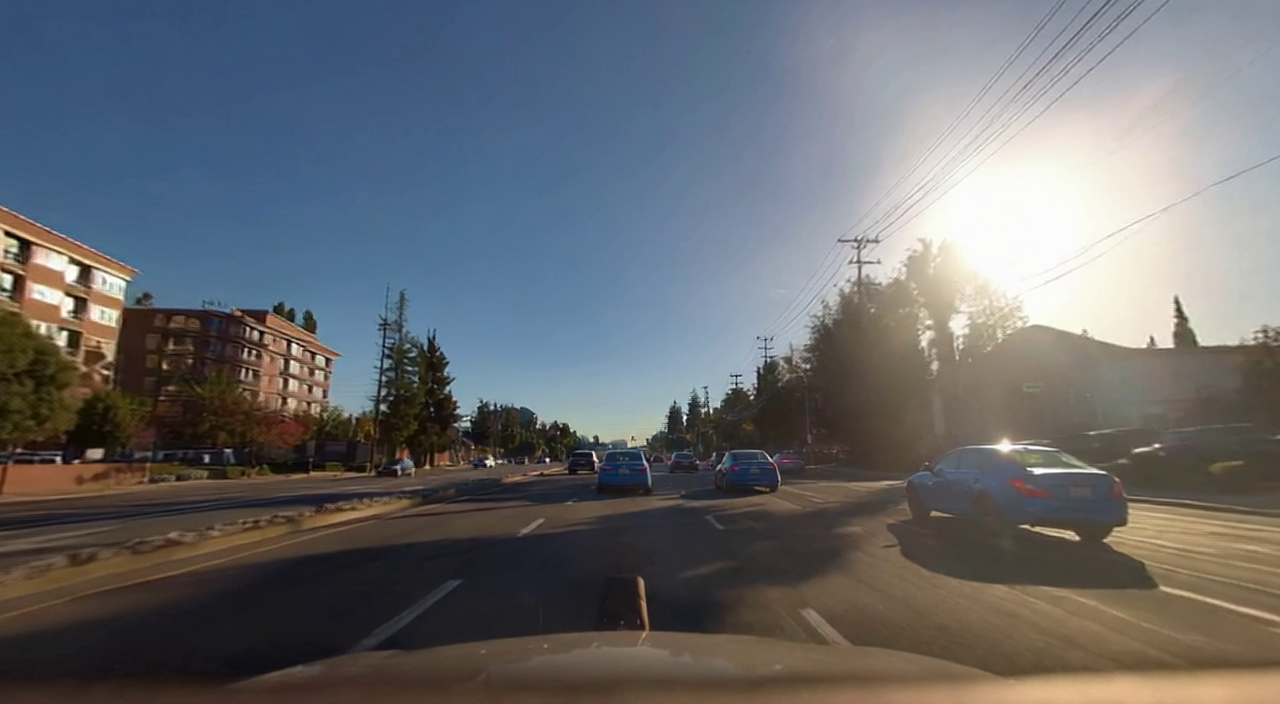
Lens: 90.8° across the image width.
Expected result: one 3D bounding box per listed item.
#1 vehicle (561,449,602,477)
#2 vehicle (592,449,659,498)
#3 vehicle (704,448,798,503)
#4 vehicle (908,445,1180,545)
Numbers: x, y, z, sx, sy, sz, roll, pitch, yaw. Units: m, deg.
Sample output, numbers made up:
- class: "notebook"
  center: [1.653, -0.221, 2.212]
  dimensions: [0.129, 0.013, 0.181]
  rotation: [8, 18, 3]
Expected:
- class: "vehicle"
  center: [-3.623, 6.992, 39.960]
  dimensions: [2.073, 1.606, 4.364]
  rotation: [0, -9, 1]
- class: "vehicle"
  center: [-0.457, 4.087, 21.711]
  dimensions: [2.065, 1.464, 4.216]
  rotation: [0, -9, 0]
- class: "vehicle"
  center: [3.332, 3.814, 19.985]
  dimensions: [2.053, 1.490, 4.464]
  rotation: [0, -9, -2]
- class: "vehicle"
  center: [6.926, 2.452, 11.590]
  dimensions: [2.004, 1.455, 4.417]
  rotation: [0, -9, -1]
